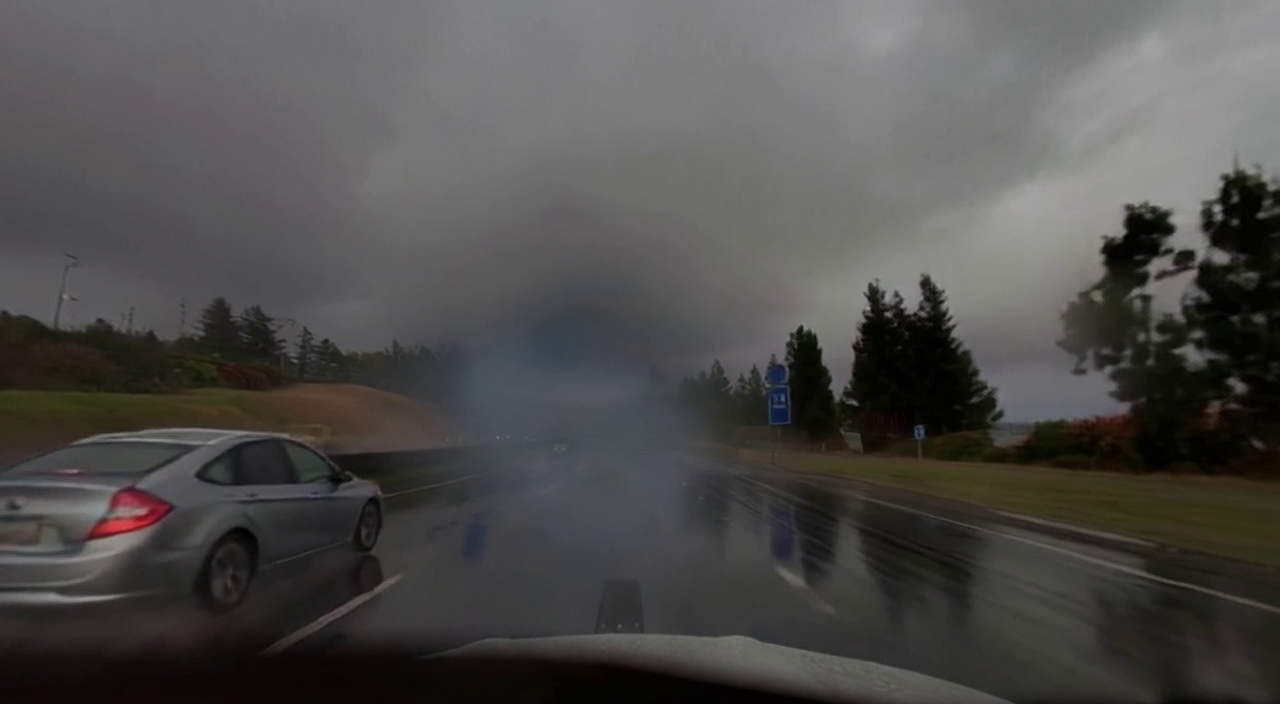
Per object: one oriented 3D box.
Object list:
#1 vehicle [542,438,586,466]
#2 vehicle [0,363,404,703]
[{"bbox_3d":[-3.879,5.192,32.905,1.874,1.369,3.875,0,-8,-1],"label":"vehicle"},{"bbox_3d":[-3.677,1.141,4.677,2.047,1.612,4.631,0,-8,0],"label":"vehicle"}]
